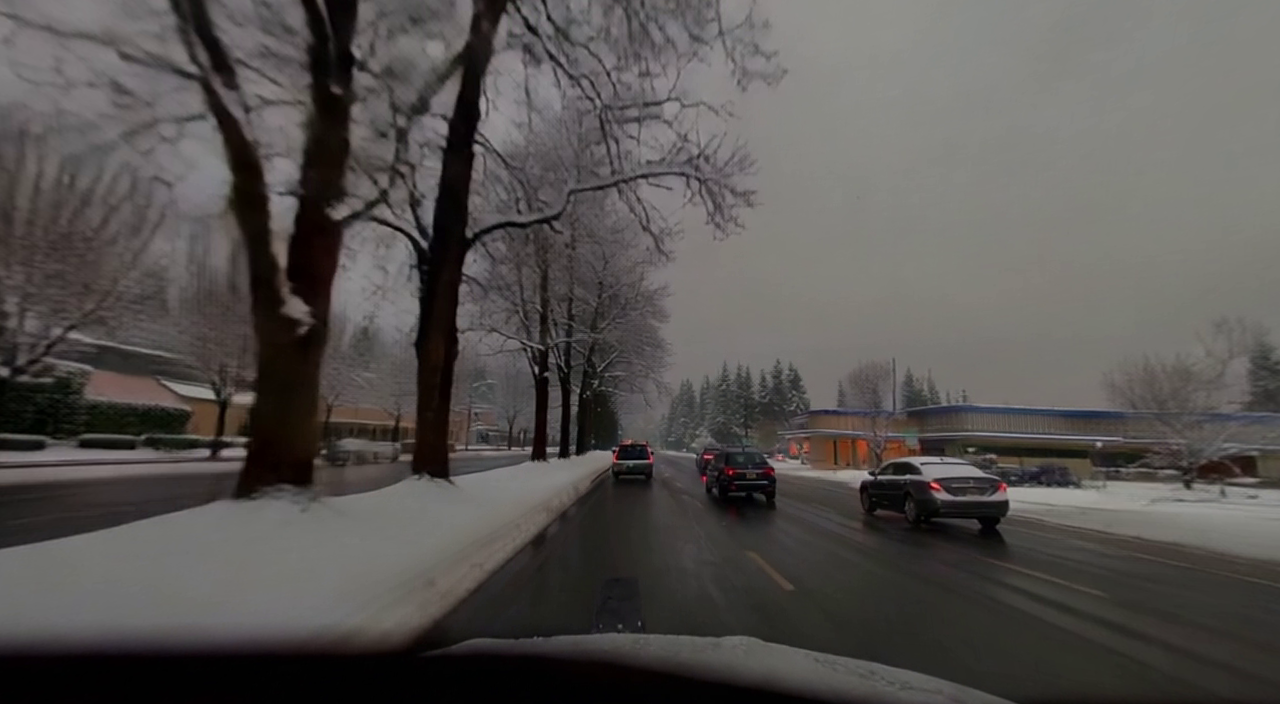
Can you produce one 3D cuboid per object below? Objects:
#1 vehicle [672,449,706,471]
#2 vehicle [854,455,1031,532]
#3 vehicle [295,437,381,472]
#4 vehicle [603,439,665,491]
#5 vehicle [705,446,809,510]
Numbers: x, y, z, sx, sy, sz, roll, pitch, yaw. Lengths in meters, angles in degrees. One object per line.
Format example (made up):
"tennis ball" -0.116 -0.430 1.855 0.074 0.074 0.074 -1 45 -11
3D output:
"vehicle" 3.417 7.624 44.659 2.012 1.462 4.163 0 -9 -1
"vehicle" 6.712 3.150 14.579 1.944 1.458 4.268 0 -9 0
"vehicle" -15.746 5.368 33.050 2.100 1.708 4.567 0 -9 2
"vehicle" -0.207 4.007 22.615 2.008 1.674 4.239 0 -9 0
"vehicle" 3.002 3.325 17.114 1.932 1.510 4.168 0 -9 -1
